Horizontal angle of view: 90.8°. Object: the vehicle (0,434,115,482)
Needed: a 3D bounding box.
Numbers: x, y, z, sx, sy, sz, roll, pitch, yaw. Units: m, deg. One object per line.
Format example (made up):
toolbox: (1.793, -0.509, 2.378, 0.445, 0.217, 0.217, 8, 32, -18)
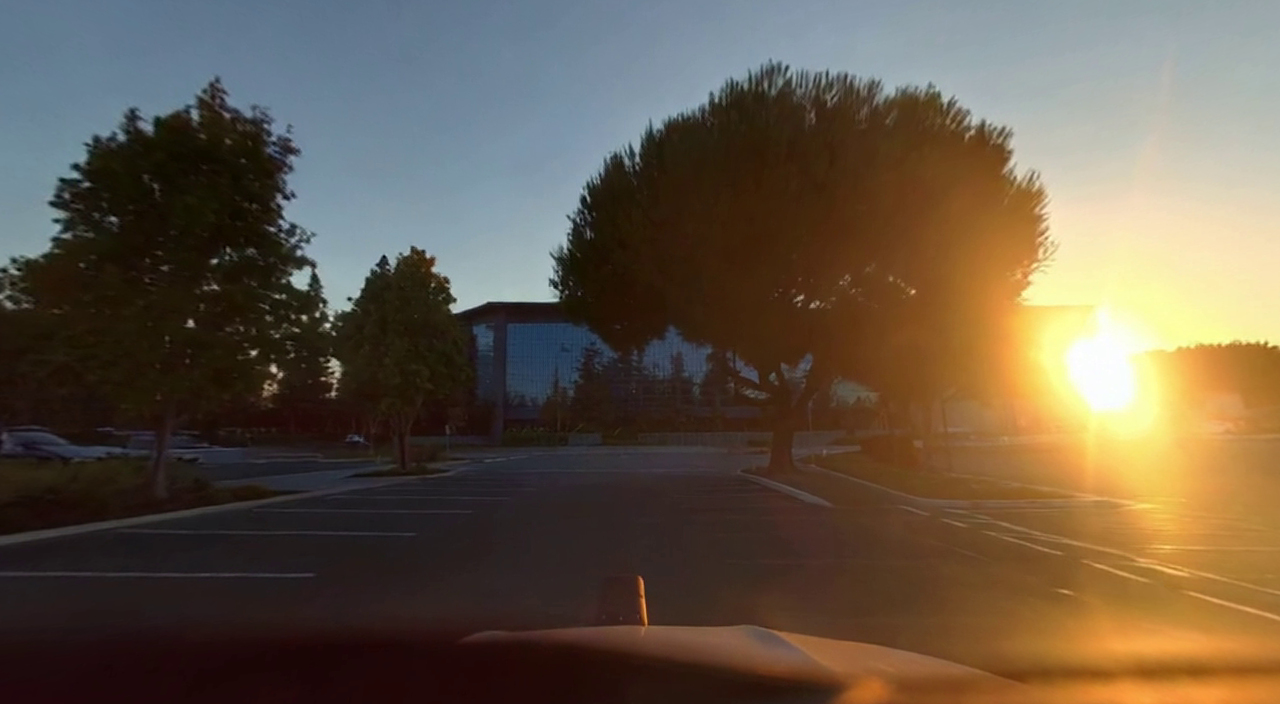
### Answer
vehicle: (-26.420, 4.666, 28.209, 1.963, 1.931, 4.715, 1, -8, -2)
